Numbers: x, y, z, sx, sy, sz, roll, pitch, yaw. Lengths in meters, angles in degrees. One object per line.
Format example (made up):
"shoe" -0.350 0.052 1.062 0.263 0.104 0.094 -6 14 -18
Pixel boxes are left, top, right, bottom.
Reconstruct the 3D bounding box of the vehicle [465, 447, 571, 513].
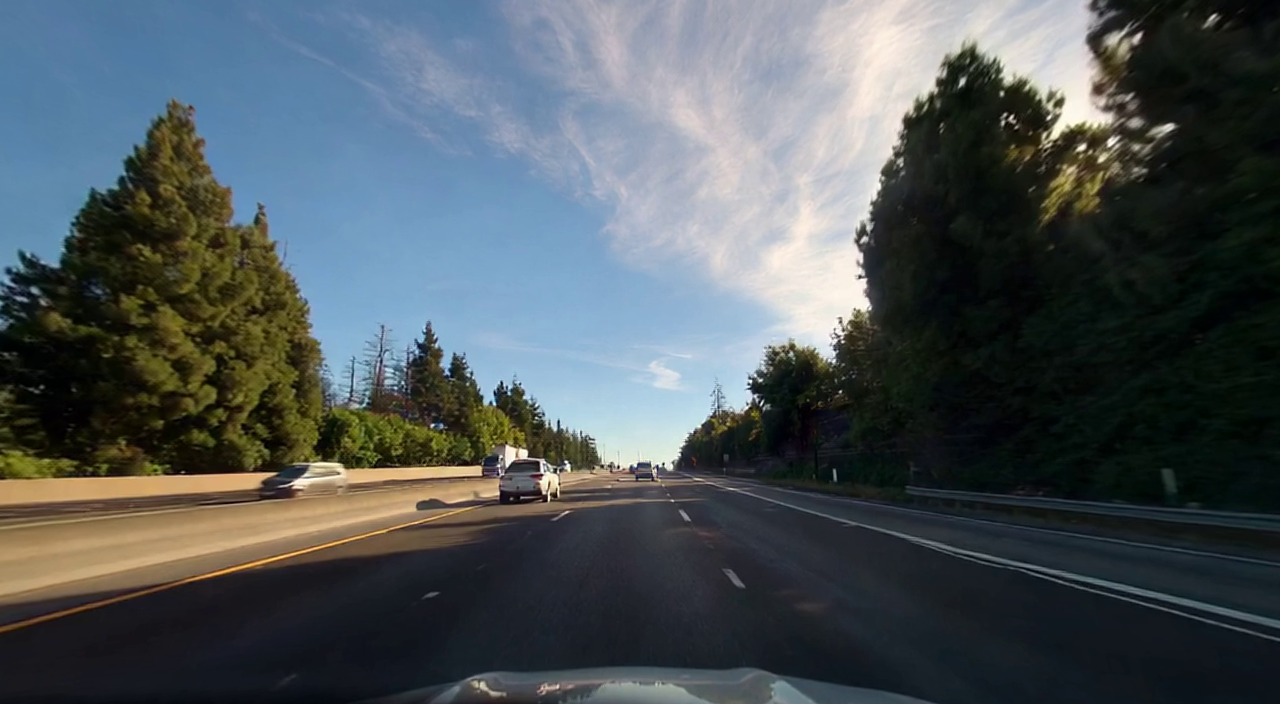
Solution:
"vehicle" -3.687 4.038 20.114 2.233 1.791 4.981 1 -10 1

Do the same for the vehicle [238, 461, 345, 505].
"vehicle" -13.105 4.942 23.983 1.835 1.464 3.801 1 -11 1
